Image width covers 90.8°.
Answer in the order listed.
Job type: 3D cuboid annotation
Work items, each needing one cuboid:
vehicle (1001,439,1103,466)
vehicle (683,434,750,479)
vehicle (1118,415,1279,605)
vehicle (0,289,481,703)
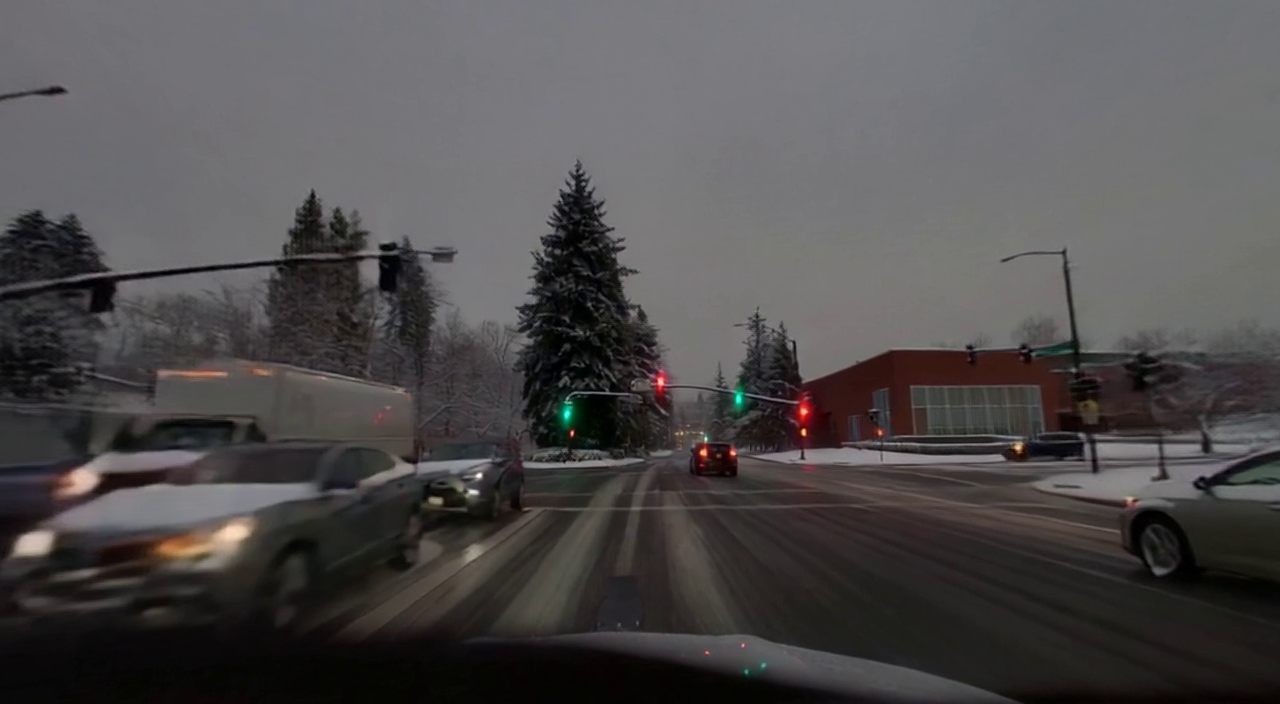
[{"bbox_3d":[23.318,5.698,35.872,4.411,1.464,1.938,0,-9,-1],"label":"vehicle"},{"bbox_3d":[3.170,4.452,27.173,2.095,1.759,4.862,0,-9,-2],"label":"vehicle"},{"bbox_3d":[6.495,1.288,5.000,2.000,1.618,4.238,0,-9,-1],"label":"vehicle"},{"bbox_3d":[-2.987,1.098,4.300,2.313,1.752,6.152,0,-9,-1],"label":"vehicle"}]
